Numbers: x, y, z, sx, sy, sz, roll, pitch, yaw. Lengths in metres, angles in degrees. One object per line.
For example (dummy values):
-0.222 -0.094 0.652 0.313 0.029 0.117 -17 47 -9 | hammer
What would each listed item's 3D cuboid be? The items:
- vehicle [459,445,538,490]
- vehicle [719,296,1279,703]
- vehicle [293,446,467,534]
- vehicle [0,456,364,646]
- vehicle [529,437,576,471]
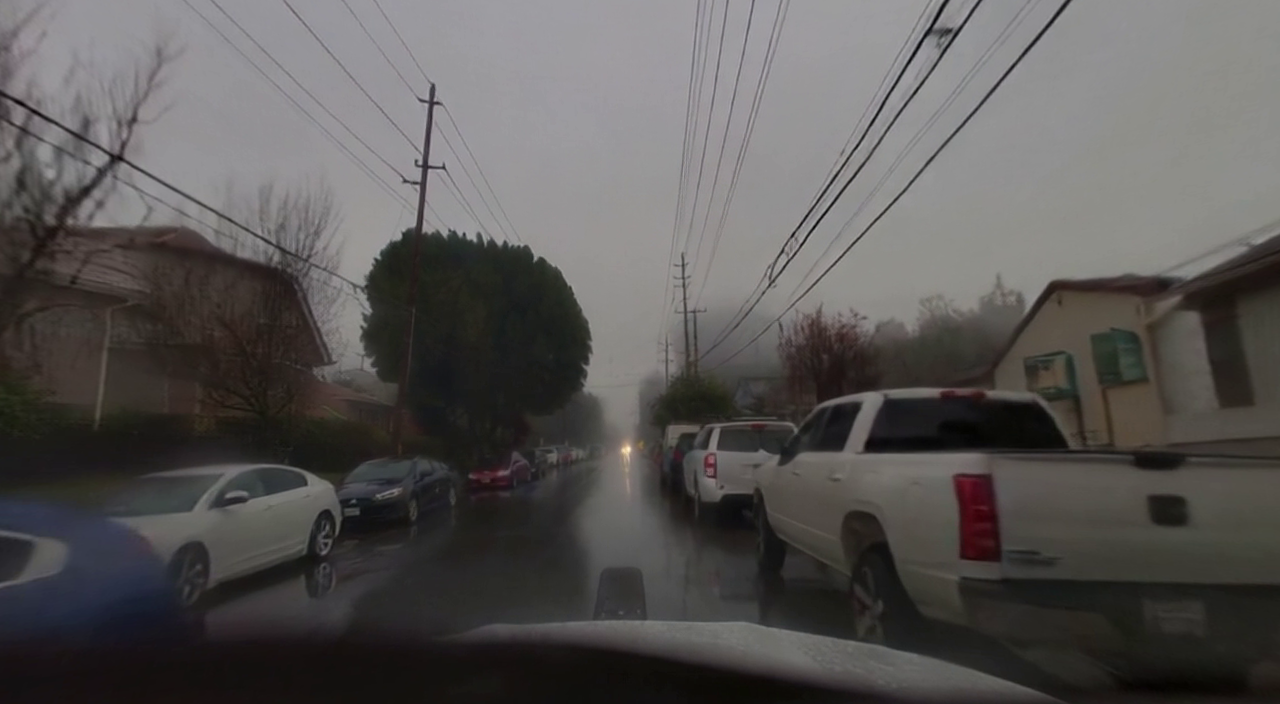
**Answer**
-5.276 4.346 24.246 1.988 1.541 4.686 0 -8 0 | vehicle
1.940 1.041 4.471 2.032 1.839 4.597 0 -8 -2 | vehicle
-5.255 2.800 13.502 1.796 1.532 4.244 0 -8 2 | vehicle
-5.191 1.969 7.305 1.932 1.431 4.198 -1 -8 3 | vehicle
-5.373 6.358 39.669 2.280 1.953 5.092 0 -8 -1 | vehicle
